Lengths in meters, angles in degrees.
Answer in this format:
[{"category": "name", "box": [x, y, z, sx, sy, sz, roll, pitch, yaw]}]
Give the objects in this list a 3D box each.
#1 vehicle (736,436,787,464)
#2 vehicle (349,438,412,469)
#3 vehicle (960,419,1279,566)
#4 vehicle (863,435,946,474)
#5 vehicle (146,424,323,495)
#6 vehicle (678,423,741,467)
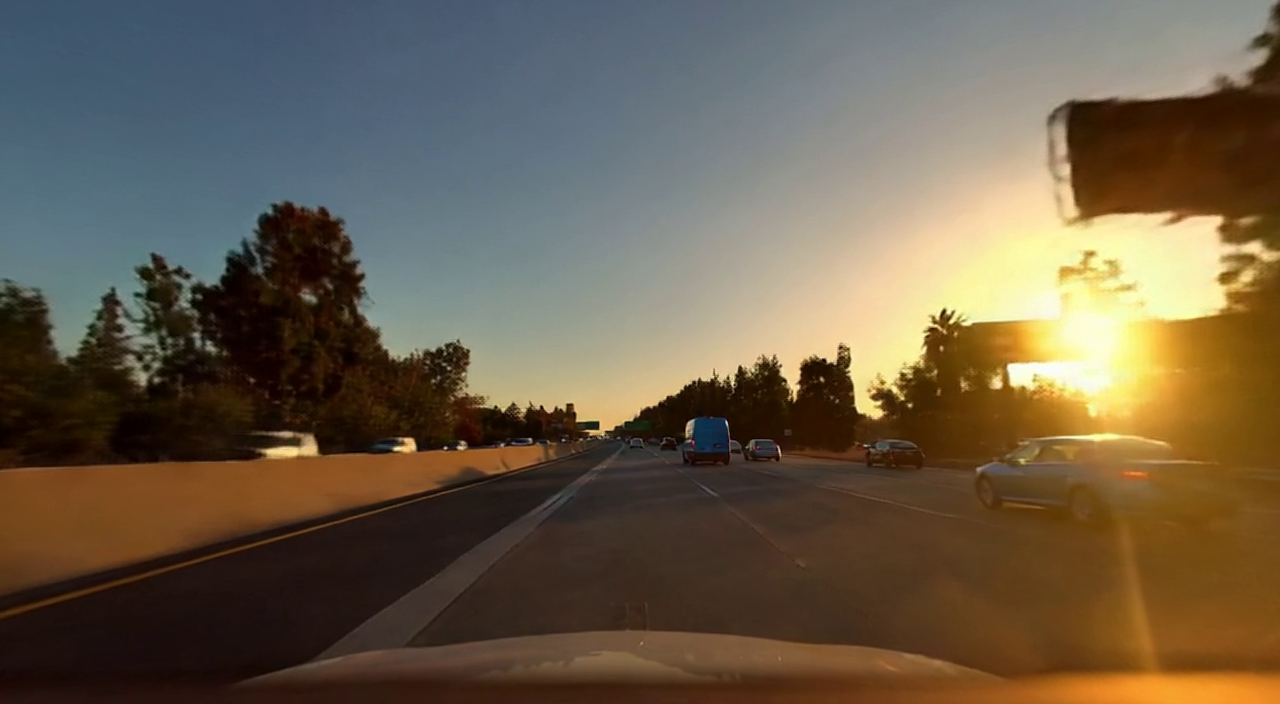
[{"category": "vehicle", "box": [6.948, 5.635, 36.224, 2.099, 1.510, 3.784, 0, -8, -2]}, {"category": "vehicle", "box": [-16.427, 6.429, 40.006, 2.153, 1.835, 4.716, -1, -8, -2]}, {"category": "vehicle", "box": [6.941, 1.820, 9.050, 2.003, 1.517, 4.936, 0, -8, 0]}, {"category": "vehicle", "box": [11.124, 4.320, 26.686, 1.874, 1.496, 3.586, 0, -8, -1]}, {"category": "vehicle", "box": [-13.998, 3.744, 22.317, 2.442, 2.115, 5.788, -2, -8, 0]}, {"category": "vehicle", "box": [3.504, 4.871, 32.850, 2.546, 2.087, 5.404, 0, -8, -2]}]
